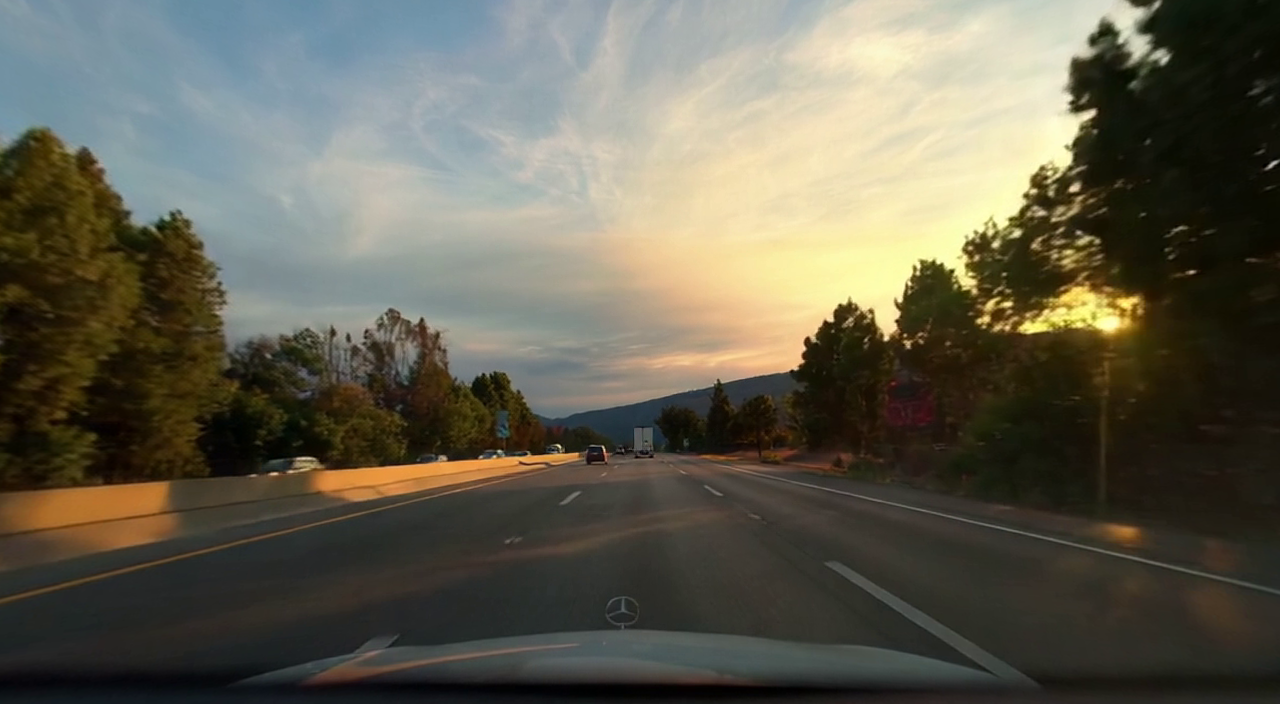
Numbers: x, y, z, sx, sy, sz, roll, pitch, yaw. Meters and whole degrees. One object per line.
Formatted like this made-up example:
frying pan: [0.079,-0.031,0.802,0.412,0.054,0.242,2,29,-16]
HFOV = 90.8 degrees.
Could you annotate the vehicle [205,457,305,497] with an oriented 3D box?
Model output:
vehicle: [-15.832,5.130,26.194,1.684,1.422,3.849,-1,-9,1]
